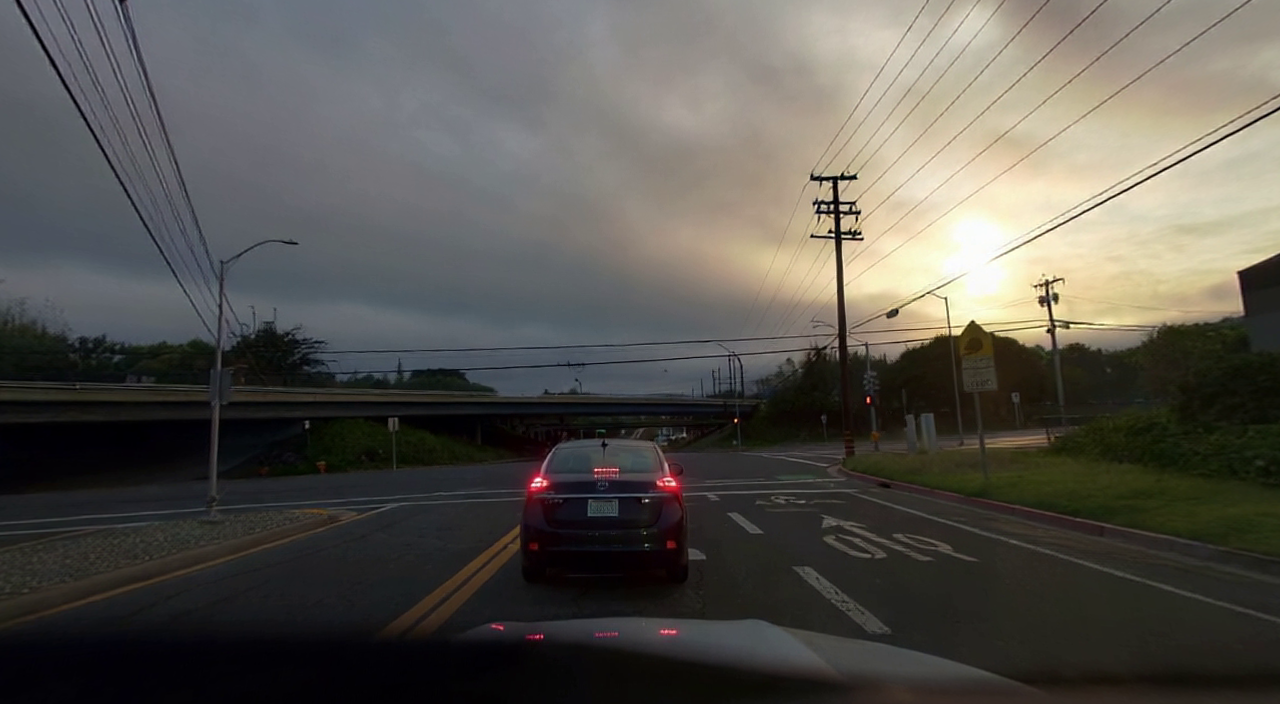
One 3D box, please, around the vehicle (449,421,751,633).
[{"bbox_3d":[-0.241,1.526,6.463,2.090,1.458,4.033,-1,-9,1],"label":"vehicle"}]
